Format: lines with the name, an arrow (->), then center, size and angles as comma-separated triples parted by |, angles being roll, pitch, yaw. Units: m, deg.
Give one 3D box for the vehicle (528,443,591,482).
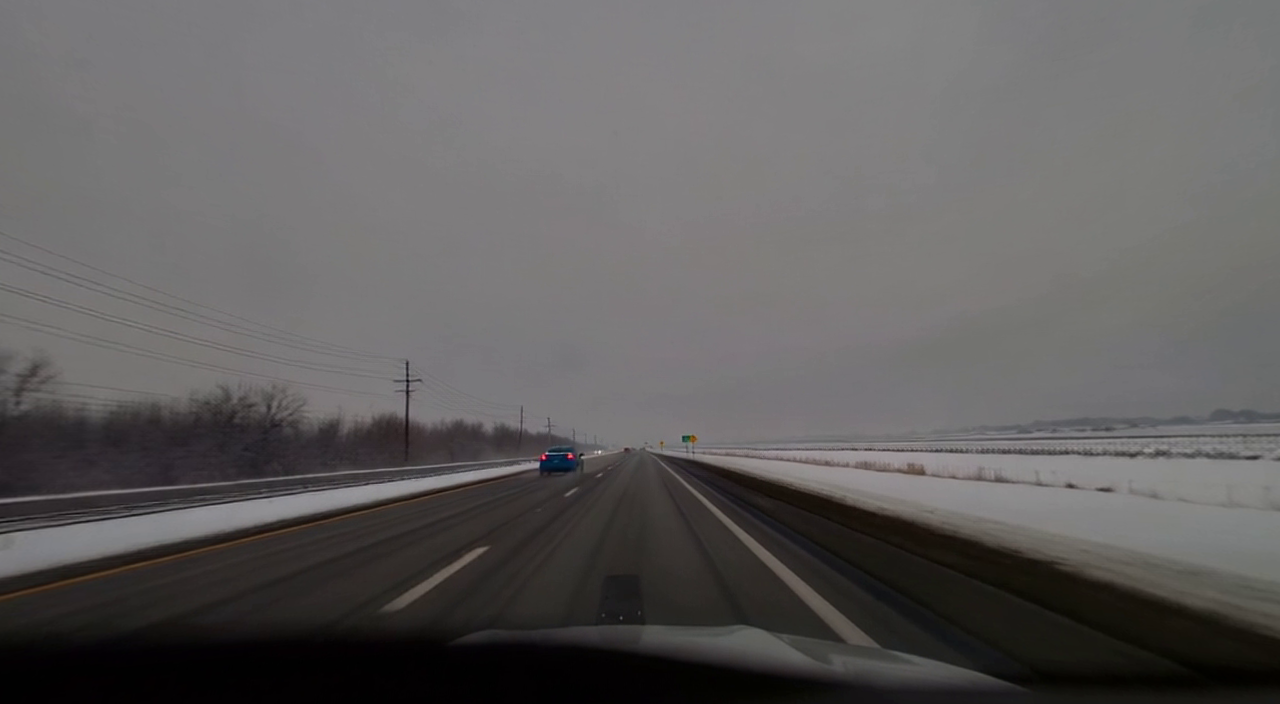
vehicle -> -3.456, 4.836, 27.878 | 2.106, 1.543, 4.465 | 0, -9, 1
